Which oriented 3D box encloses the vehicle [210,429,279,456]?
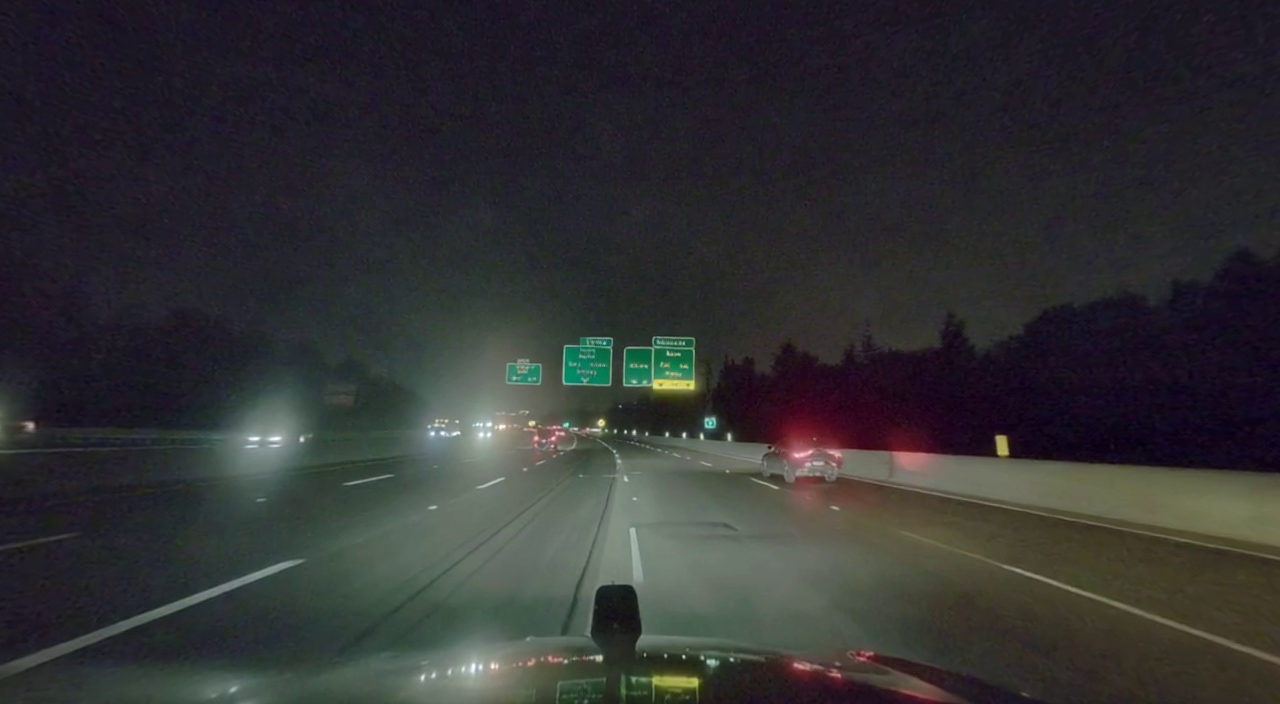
[{"bbox_3d":[-24.635,5.658,39.294,1.904,1.582,3.837,0,-8,-2],"label":"vehicle"}]
